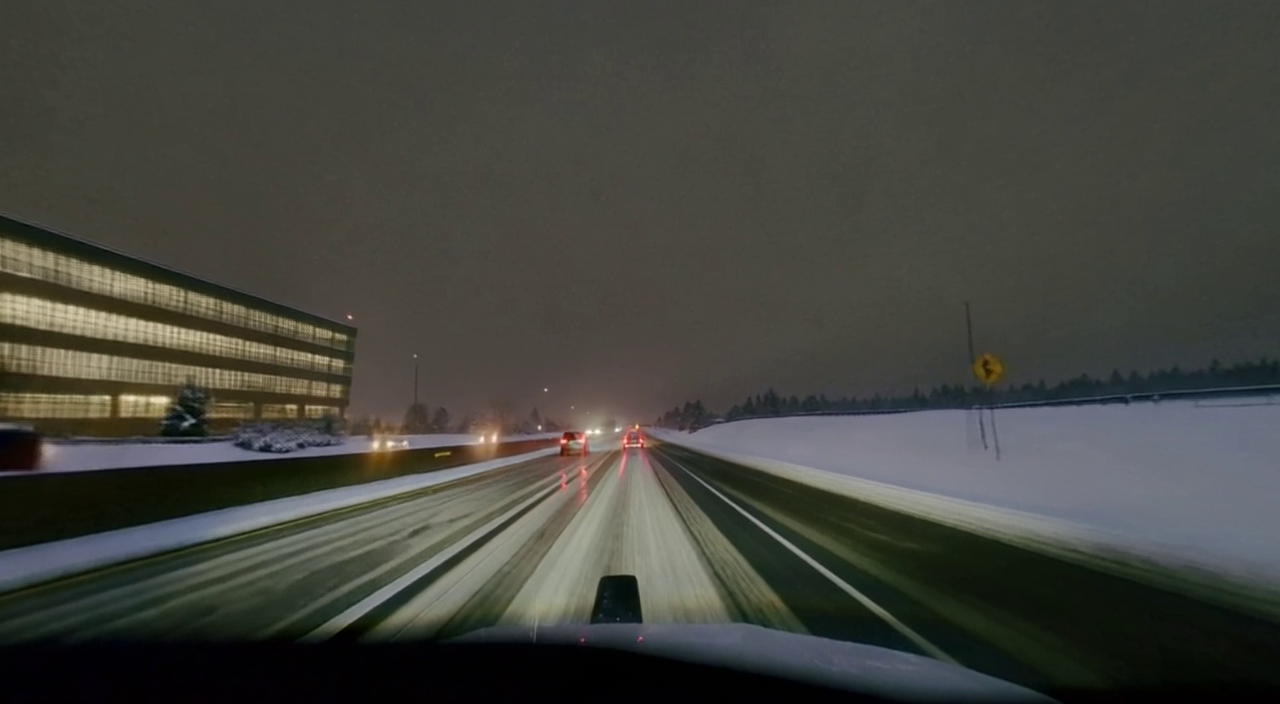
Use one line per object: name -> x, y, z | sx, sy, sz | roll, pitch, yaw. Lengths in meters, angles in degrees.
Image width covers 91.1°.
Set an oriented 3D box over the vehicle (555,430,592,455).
vehicle -> -4.580, 6.252, 43.658 | 2.036, 1.612, 4.510 | 0, -8, 0
